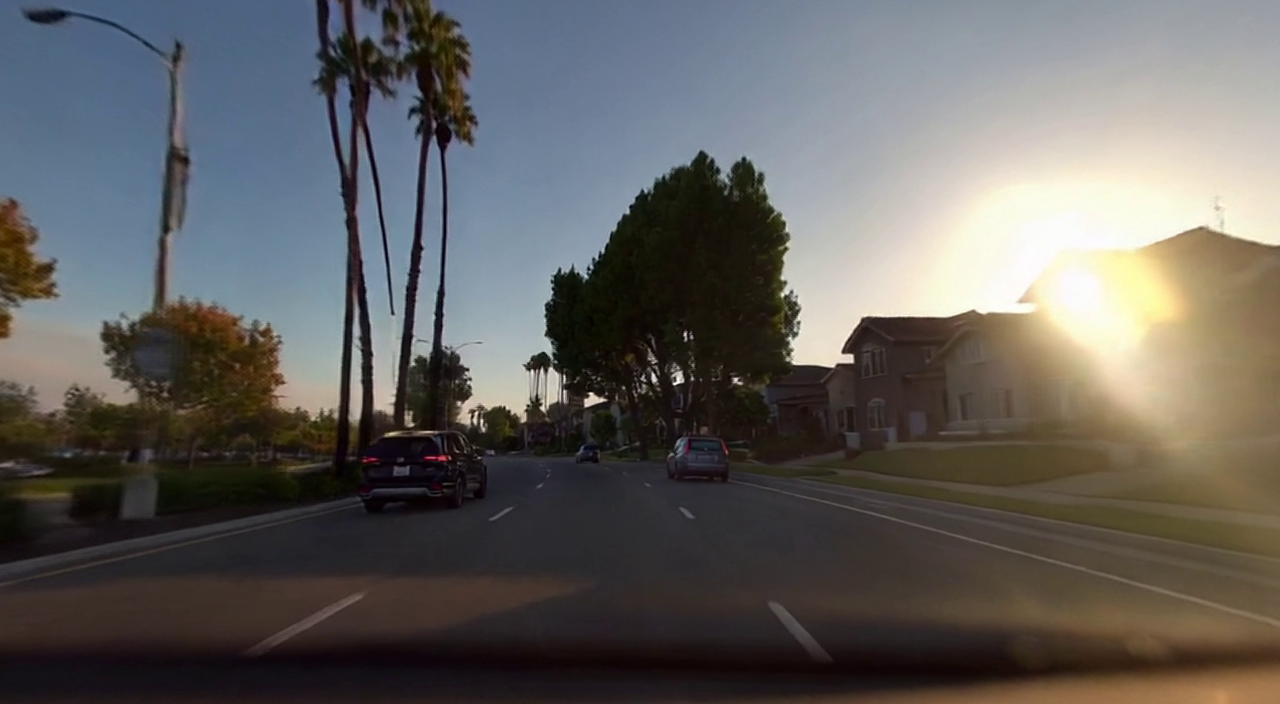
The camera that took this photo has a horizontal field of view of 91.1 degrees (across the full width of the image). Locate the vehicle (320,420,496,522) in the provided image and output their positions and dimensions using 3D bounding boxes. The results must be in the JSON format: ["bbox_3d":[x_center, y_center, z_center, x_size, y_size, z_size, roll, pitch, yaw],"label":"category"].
[{"bbox_3d":[-4.622,2.452,13.493,2.150,1.768,4.868,1,-9,-3],"label":"vehicle"}]

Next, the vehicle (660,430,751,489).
[{"bbox_3d":[2.126,3.719,22.011,2.195,1.804,4.658,1,-9,-7],"label":"vehicle"}]
